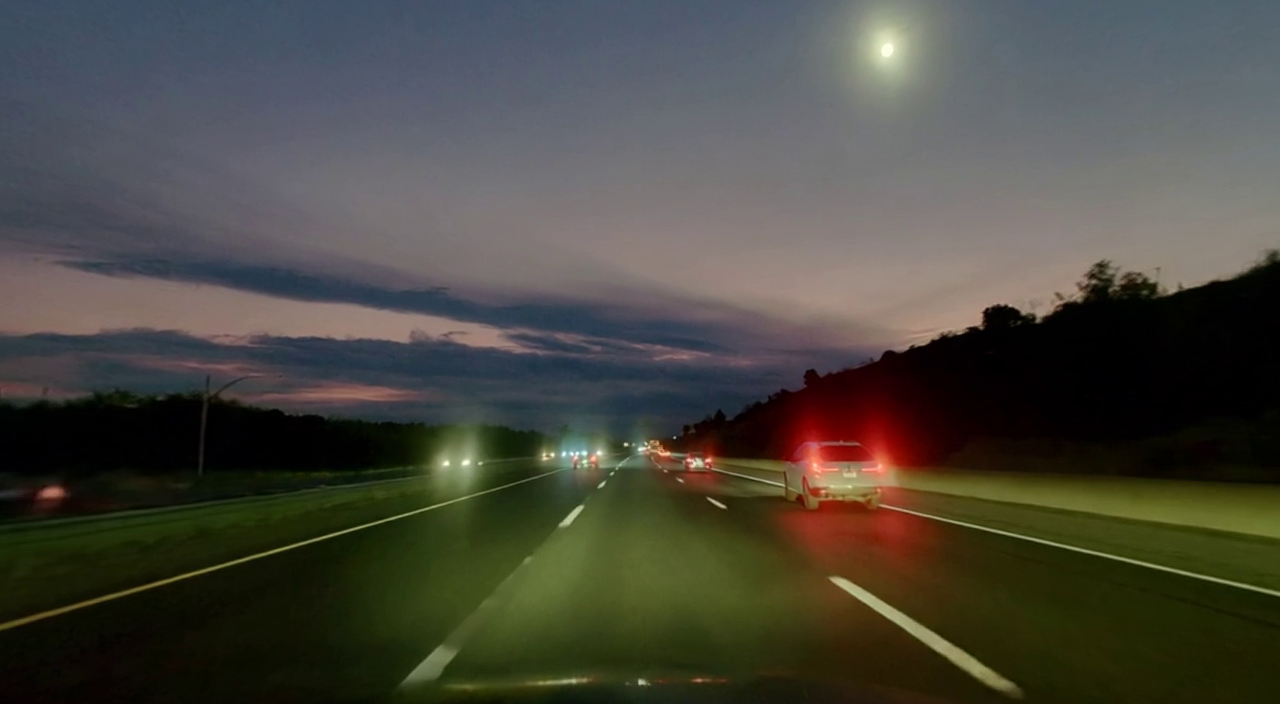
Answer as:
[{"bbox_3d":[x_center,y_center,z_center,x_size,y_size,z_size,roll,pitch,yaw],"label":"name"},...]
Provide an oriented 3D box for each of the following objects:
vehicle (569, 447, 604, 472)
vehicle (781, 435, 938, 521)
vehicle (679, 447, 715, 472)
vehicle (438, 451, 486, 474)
[{"bbox_3d":[-3.486,7.084,41.810,2.021,1.507,4.272,0,-9,-1],"label":"vehicle"},{"bbox_3d":[4.520,2.641,13.682,1.903,1.566,3.866,0,-9,-2],"label":"vehicle"},{"bbox_3d":[3.625,6.928,40.845,1.846,1.480,3.694,0,-9,-2],"label":"vehicle"},{"bbox_3d":[-12.116,7.518,43.226,1.918,1.488,4.565,0,-9,0],"label":"vehicle"}]
